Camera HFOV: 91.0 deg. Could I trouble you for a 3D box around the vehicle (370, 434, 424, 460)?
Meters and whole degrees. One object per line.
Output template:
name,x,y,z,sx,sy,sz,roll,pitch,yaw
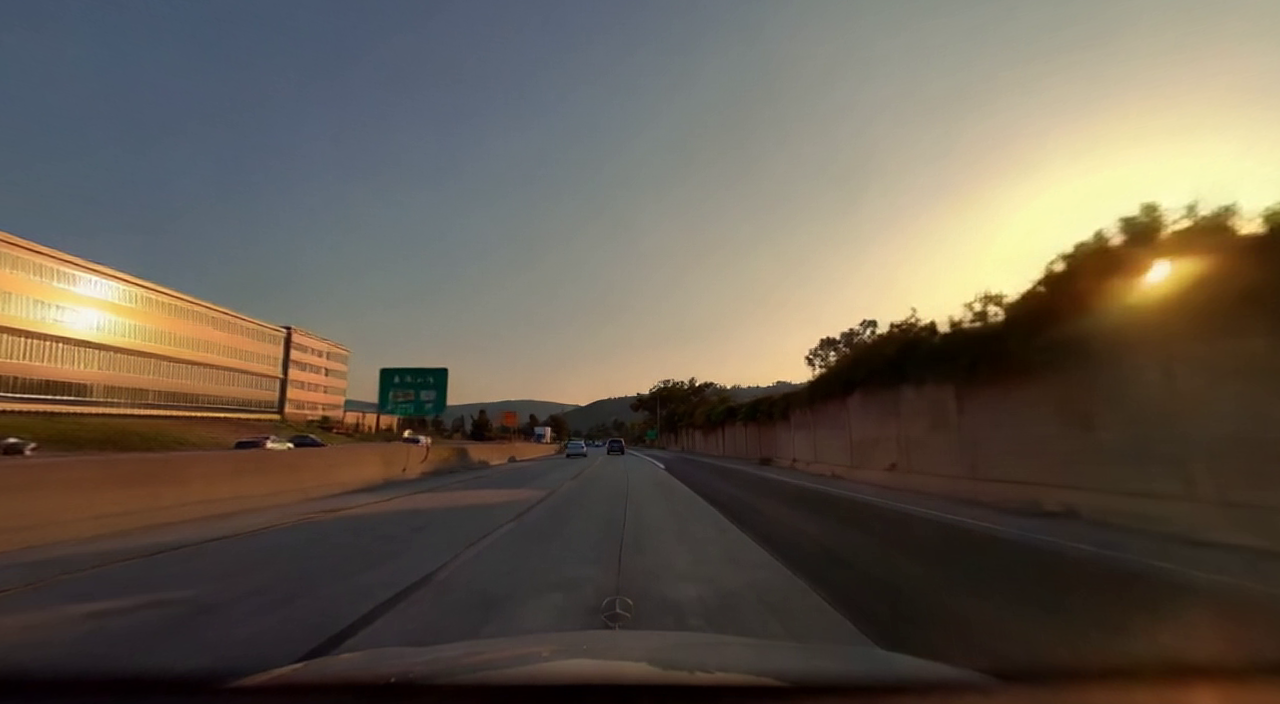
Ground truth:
vehicle,-15.702,6.156,40.868,1.882,1.538,4.369,0,-8,-2
